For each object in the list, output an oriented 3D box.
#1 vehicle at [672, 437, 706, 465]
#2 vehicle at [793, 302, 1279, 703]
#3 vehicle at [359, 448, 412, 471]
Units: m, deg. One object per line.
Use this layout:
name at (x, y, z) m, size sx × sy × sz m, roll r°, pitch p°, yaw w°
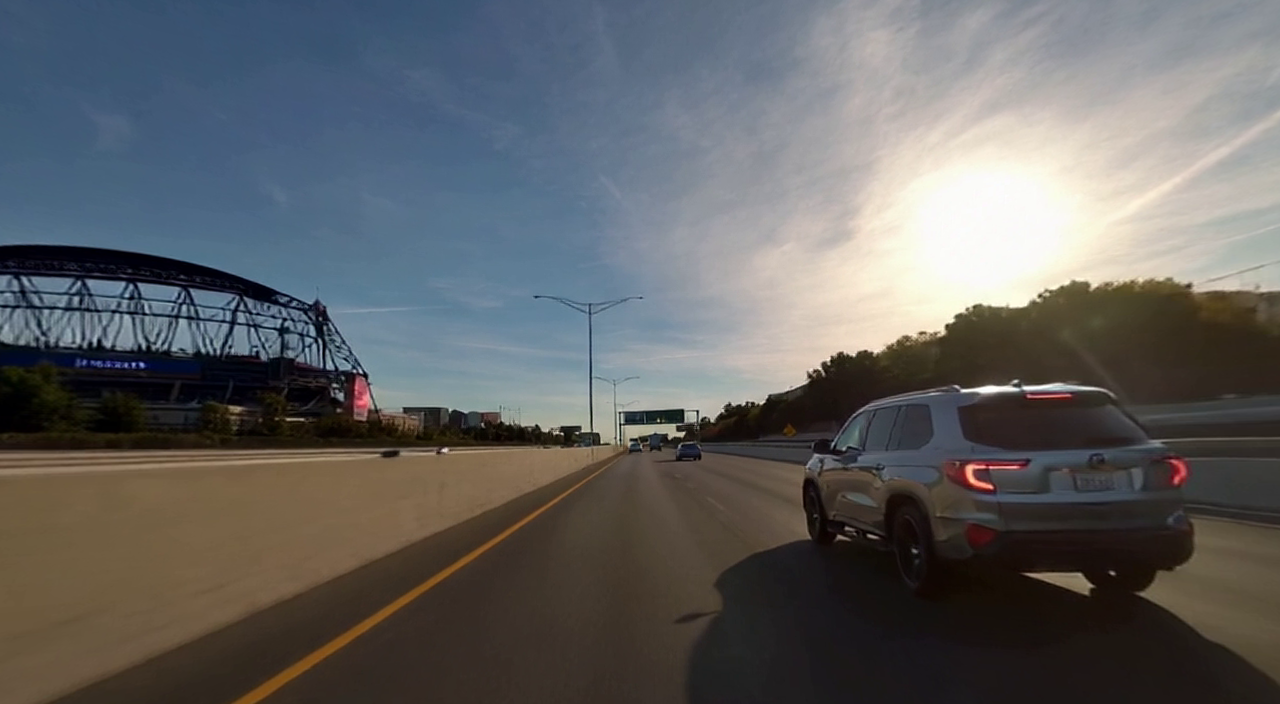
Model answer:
vehicle at (3.324, 6.771, 43.394) m, size 1.973 × 1.774 × 4.092 m, roll 0°, pitch -9°, yaw -1°
vehicle at (3.078, 1.107, 5.433) m, size 2.199 × 2.002 × 4.970 m, roll 0°, pitch -8°, yaw -1°
vehicle at (-18.293, 7.723, 45.619) m, size 1.962 × 1.492 × 4.570 m, roll 0°, pitch -8°, yaw -1°
